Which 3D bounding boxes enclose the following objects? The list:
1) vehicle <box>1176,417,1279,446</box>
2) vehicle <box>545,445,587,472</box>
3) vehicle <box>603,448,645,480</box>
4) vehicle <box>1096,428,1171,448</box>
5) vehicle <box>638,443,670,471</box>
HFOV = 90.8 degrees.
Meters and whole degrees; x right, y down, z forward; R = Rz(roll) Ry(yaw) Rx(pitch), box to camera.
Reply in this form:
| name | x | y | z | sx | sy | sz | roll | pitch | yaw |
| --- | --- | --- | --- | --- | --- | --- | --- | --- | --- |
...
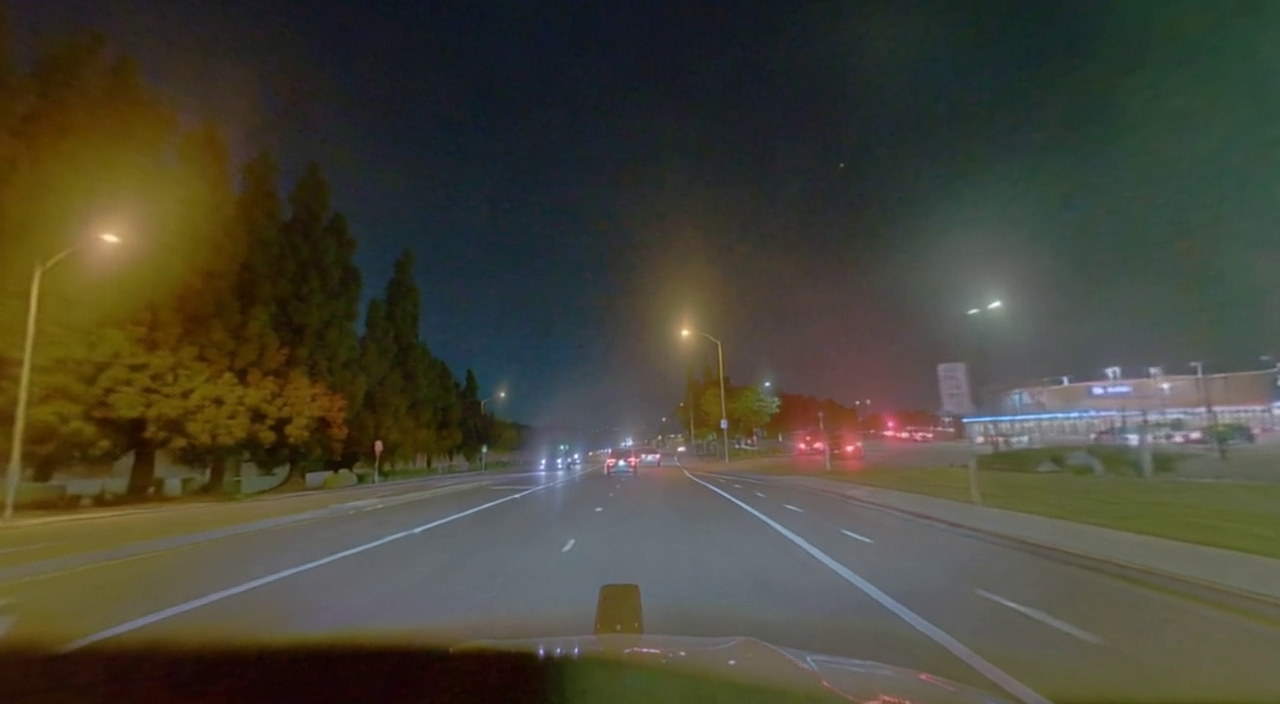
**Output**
| name | x | y | z | sx | sy | sz | roll | pitch | yaw |
| --- | --- | --- | --- | --- | --- | --- | --- | --- | --- |
| vehicle | 42.116 | 5.648 | 45.225 | 2.123 | 1.852 | 5.401 | 0 | -6 | -12 |
| vehicle | -5.523 | 8.004 | 47.946 | 2.298 | 1.905 | 5.777 | -1 | -8 | 1 |
| vehicle | -0.754 | 5.407 | 30.809 | 1.917 | 1.418 | 3.987 | 0 | -8 | -1 |
| vehicle | 38.353 | 6.732 | 49.219 | 1.810 | 1.442 | 4.420 | 1 | -9 | -11 |
| vehicle | 0.911 | 7.146 | 43.384 | 2.046 | 1.768 | 4.370 | -1 | -8 | 0 |
